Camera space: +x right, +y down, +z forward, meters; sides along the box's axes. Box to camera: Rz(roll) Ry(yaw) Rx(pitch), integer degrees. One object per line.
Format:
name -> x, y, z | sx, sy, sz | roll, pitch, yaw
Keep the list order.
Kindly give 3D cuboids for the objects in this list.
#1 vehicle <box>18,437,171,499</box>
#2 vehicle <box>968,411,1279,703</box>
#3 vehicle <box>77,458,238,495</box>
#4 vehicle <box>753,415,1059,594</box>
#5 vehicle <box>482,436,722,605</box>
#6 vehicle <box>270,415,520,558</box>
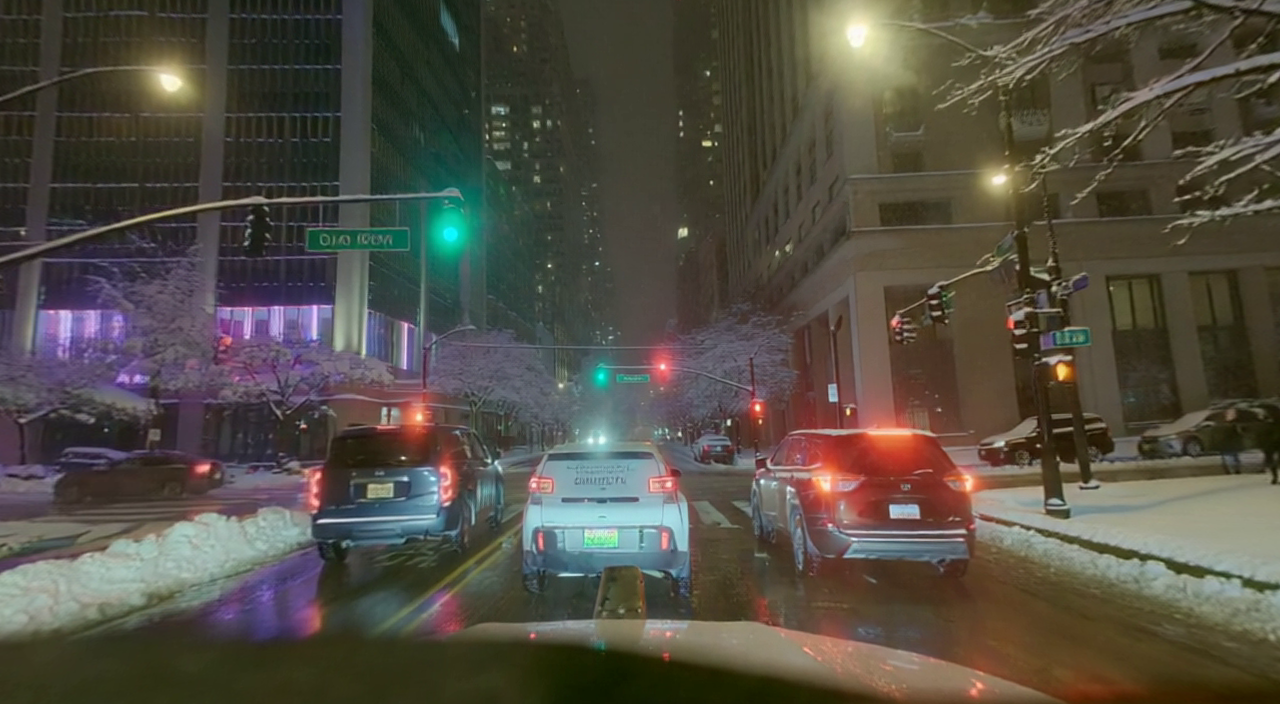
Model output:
vehicle -> -30.877, 6.522, 35.941 | 5.896, 3.276, 2.809 | 1, -8, 1
vehicle -> 2.736, 0.804, 1.115 | 1.902, 1.454, 4.540 | 0, -8, 0
vehicle -> -20.273, 5.241, 26.703 | 5.153, 1.449, 1.966 | 0, -8, 0
vehicle -> 3.038, 1.846, 8.626 | 2.072, 1.735, 4.759 | 0, -8, 0
vehicle -> -0.356, 1.784, 7.650 | 2.092, 1.454, 4.132 | 0, -8, -1
vehicle -> -3.692, 2.138, 10.916 | 2.190, 1.840, 5.272 | 0, -8, 0
